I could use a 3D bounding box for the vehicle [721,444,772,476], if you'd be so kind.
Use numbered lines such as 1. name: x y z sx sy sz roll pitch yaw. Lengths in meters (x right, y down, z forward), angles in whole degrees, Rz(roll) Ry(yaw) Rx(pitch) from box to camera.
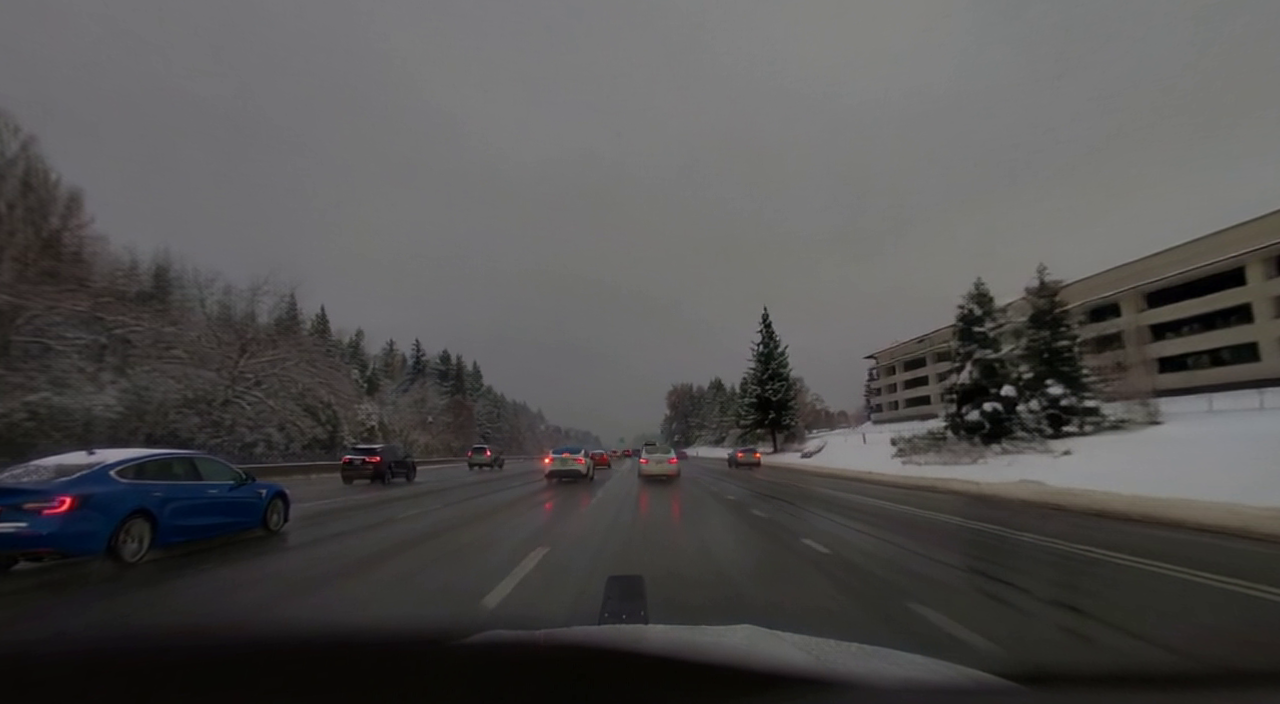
1. vehicle: 6.306 6.445 37.881 2.071 1.754 4.484 0 -8 -3

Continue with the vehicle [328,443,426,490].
1. vehicle: -10.366 4.504 25.225 1.947 1.683 4.331 0 -8 1

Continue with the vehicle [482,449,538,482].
1. vehicle: -6.416 5.624 31.597 1.886 1.455 4.148 0 -8 1

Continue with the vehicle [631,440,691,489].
1. vehicle: 0.767 4.266 24.343 2.114 1.715 4.136 0 -8 0

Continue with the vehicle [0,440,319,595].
1. vehicle: -6.636 1.948 8.475 2.116 1.473 4.644 0 -8 1

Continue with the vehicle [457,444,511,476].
1. vehicle: -10.036 6.954 40.968 2.187 1.851 5.085 0 -8 1

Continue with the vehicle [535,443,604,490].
1. vehicle: -2.623 4.385 24.522 2.102 1.624 4.257 0 -8 1
